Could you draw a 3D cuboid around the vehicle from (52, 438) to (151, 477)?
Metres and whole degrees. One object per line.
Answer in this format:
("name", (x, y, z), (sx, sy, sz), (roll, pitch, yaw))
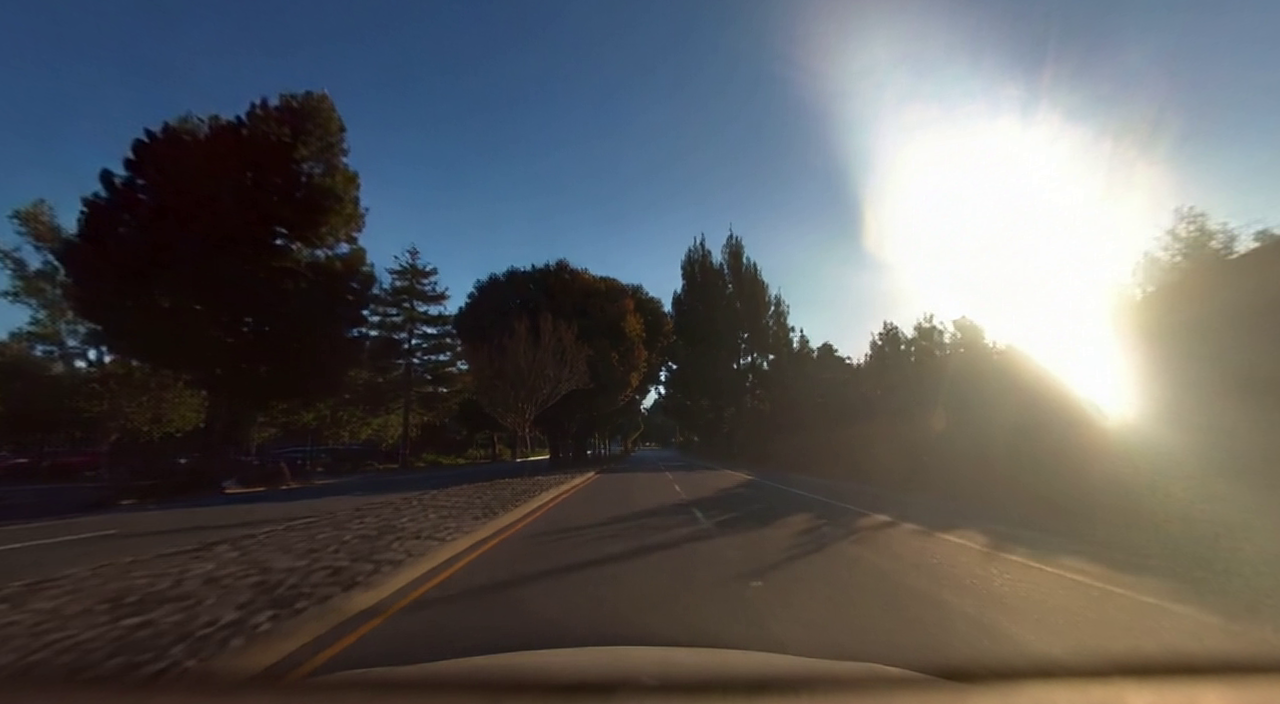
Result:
("vehicle", (-41.549, 8.116, 48.837), (5.637, 2.663, 2.208), (-2, -6, -2))

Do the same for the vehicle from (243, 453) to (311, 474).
("vehicle", (-28.688, 8.773, 49.952), (4.342, 1.446, 1.722), (-2, -8, 2))

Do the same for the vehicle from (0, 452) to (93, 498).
("vehicle", (-27.971, 5.568, 28.258), (4.971, 1.743, 2.107), (-4, -6, -4))
